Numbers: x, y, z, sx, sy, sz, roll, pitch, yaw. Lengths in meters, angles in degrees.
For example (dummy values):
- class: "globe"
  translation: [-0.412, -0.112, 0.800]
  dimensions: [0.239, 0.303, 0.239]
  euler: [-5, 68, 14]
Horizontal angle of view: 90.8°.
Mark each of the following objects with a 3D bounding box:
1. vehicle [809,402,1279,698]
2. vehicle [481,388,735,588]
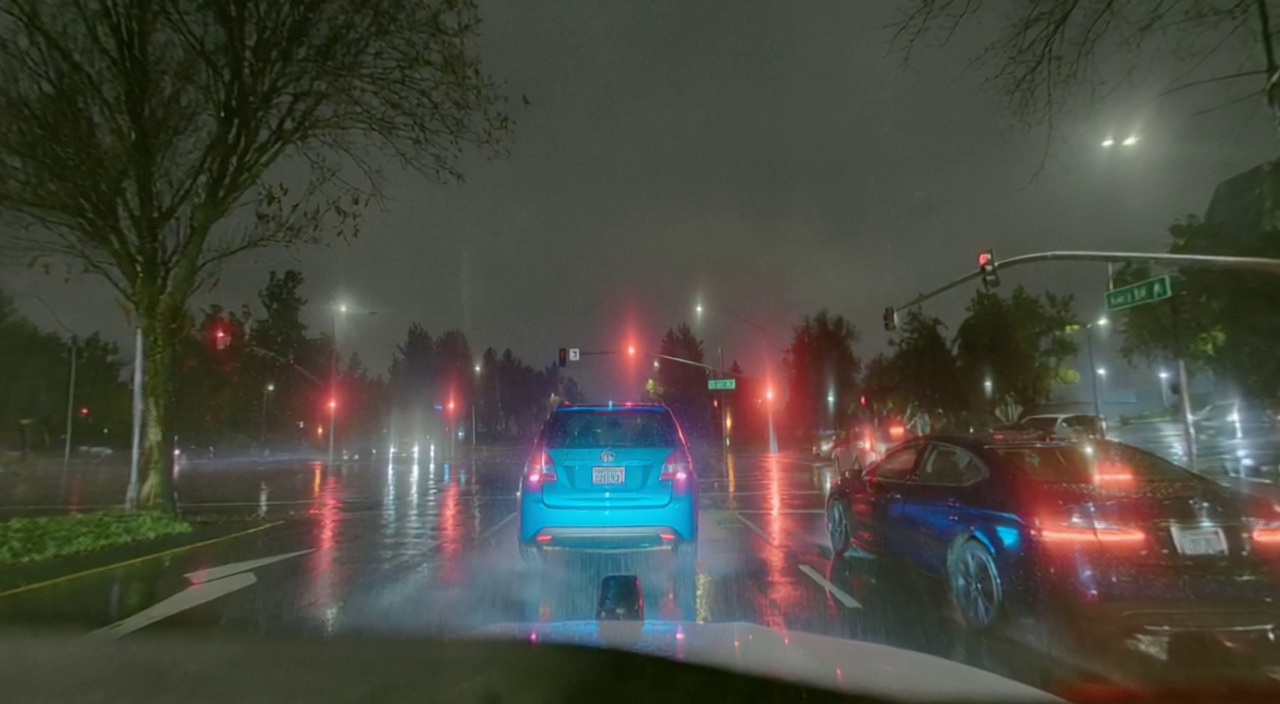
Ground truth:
- class: "vehicle"
  translation: [3.173, 1.401, 5.754]
  dimensions: [1.932, 1.562, 4.629]
  euler: [0, -9, -1]
- class: "vehicle"
  translation: [-0.343, 1.523, 7.801]
  dimensions: [2.247, 1.760, 4.231]
  euler: [0, -9, -2]
